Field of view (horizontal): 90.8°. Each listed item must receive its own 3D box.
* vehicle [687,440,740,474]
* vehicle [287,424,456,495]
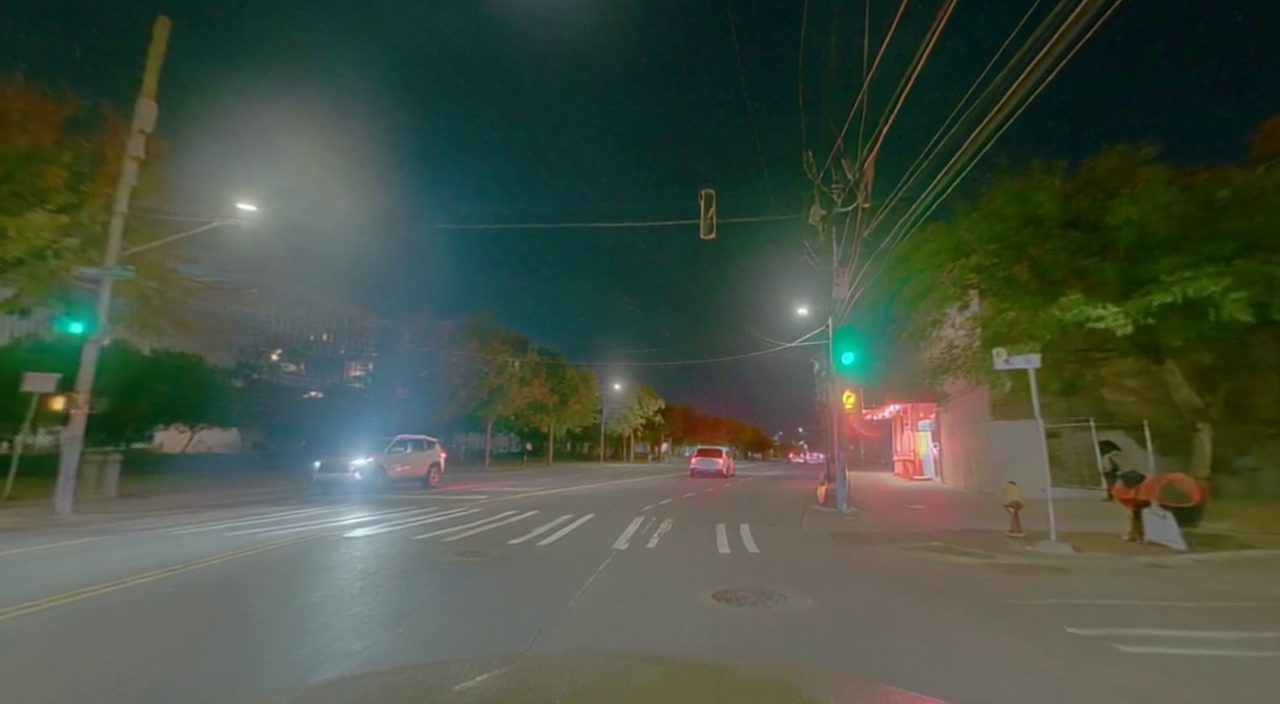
[{"bbox_3d":[4.162,5.793,34.984,2.101,1.721,4.364,-2,-9,18],"label":"vehicle"},{"bbox_3d":[-7.207,2.950,17.606,2.017,1.684,4.483,-1,-9,13],"label":"vehicle"}]
